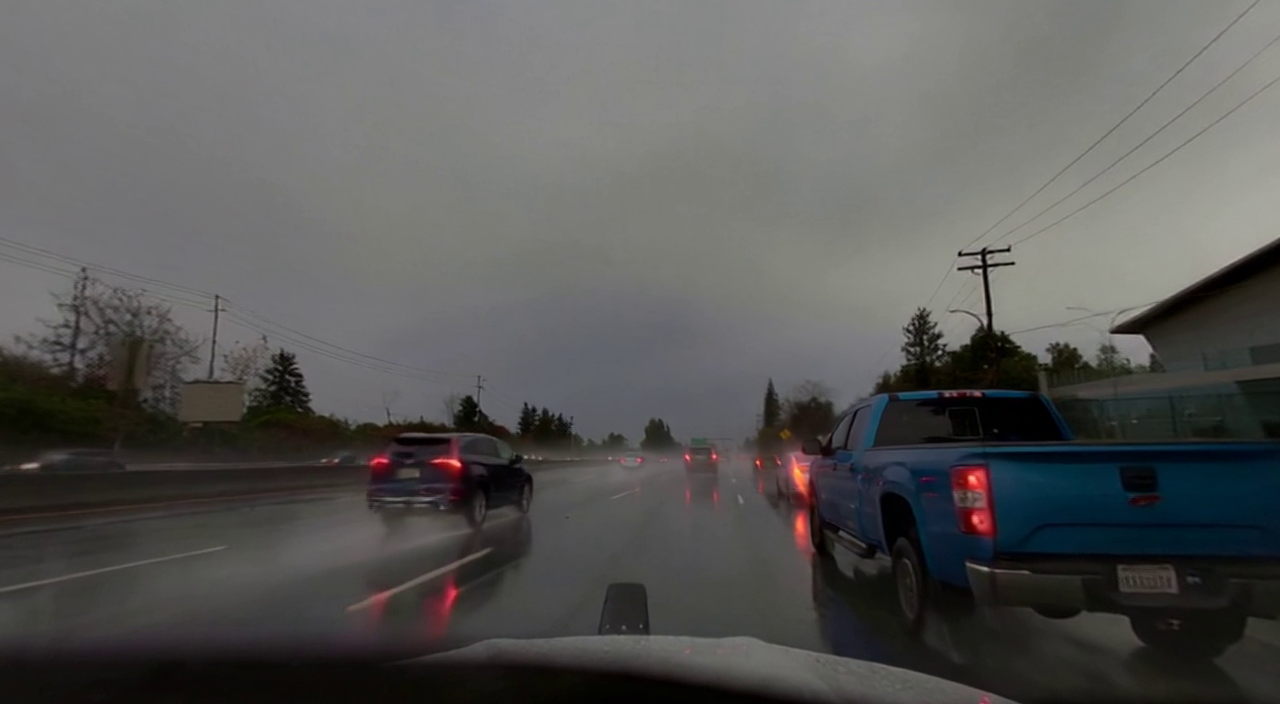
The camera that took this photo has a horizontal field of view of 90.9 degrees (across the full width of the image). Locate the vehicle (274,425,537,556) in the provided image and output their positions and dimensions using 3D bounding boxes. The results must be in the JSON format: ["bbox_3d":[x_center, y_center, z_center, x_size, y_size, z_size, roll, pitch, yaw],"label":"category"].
[{"bbox_3d":[-3.560,2.182,10.787,2.209,1.714,4.576,-1,-8,8],"label":"vehicle"}]

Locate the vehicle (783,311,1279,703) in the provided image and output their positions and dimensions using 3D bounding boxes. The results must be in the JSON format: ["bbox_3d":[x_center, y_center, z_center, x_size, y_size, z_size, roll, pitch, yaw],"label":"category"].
[{"bbox_3d":[3.348,1.321,6.526,3.024,2.092,6.797,-1,-8,8],"label":"vehicle"}]

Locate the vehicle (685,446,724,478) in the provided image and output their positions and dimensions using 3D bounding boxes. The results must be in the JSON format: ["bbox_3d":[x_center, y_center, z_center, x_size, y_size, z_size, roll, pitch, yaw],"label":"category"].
[{"bbox_3d":[3.747,6.266,36.285,2.080,1.682,4.150,-1,-8,7],"label":"vehicle"}]

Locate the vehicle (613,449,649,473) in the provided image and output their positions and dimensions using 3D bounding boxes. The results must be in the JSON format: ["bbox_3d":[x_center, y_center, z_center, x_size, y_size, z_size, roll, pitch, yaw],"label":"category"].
[{"bbox_3d":[-0.565,7.598,44.193,2.119,1.478,4.644,-1,-8,5],"label":"vehicle"}]

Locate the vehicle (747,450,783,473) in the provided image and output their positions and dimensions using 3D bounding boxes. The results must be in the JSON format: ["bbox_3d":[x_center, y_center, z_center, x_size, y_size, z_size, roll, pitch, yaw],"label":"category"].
[{"bbox_3d":[8.710,7.660,44.347,2.072,1.456,4.537,-1,-8,6],"label":"vehicle"}]

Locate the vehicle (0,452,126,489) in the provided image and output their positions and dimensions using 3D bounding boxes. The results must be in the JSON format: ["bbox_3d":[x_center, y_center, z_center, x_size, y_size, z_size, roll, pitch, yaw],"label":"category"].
[{"bbox_3d":[-28.917,5.770,31.148,2.026,1.607,5.372,-1,-8,8],"label":"vehicle"}]
